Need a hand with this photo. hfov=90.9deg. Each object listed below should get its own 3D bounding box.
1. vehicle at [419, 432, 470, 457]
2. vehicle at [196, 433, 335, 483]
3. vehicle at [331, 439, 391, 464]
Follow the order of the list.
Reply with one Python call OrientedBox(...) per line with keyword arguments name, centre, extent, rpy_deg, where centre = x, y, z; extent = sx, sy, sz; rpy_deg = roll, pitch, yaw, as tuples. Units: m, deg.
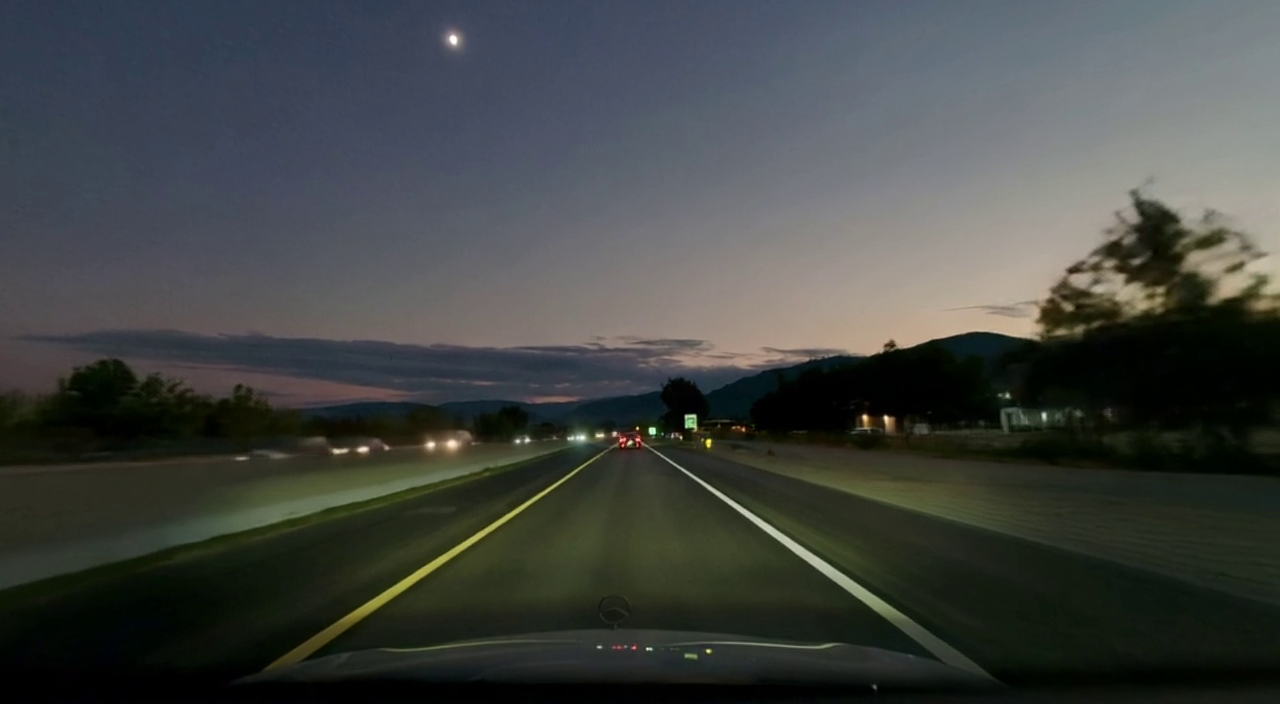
OrientedBox(name="vehicle", centre=(-13.256, 6.295, 42.972), extent=(1.998, 1.592, 4.662), rpy_deg=(0, -8, -1))
OrientedBox(name="vehicle", centre=(-12.777, 3.605, 21.934), extent=(2.094, 1.531, 4.596), rpy_deg=(0, -8, -1))
OrientedBox(name="vehicle", centre=(-17.773, 6.320, 40.330), extent=(1.837, 1.492, 4.519), rpy_deg=(0, -8, -1))
